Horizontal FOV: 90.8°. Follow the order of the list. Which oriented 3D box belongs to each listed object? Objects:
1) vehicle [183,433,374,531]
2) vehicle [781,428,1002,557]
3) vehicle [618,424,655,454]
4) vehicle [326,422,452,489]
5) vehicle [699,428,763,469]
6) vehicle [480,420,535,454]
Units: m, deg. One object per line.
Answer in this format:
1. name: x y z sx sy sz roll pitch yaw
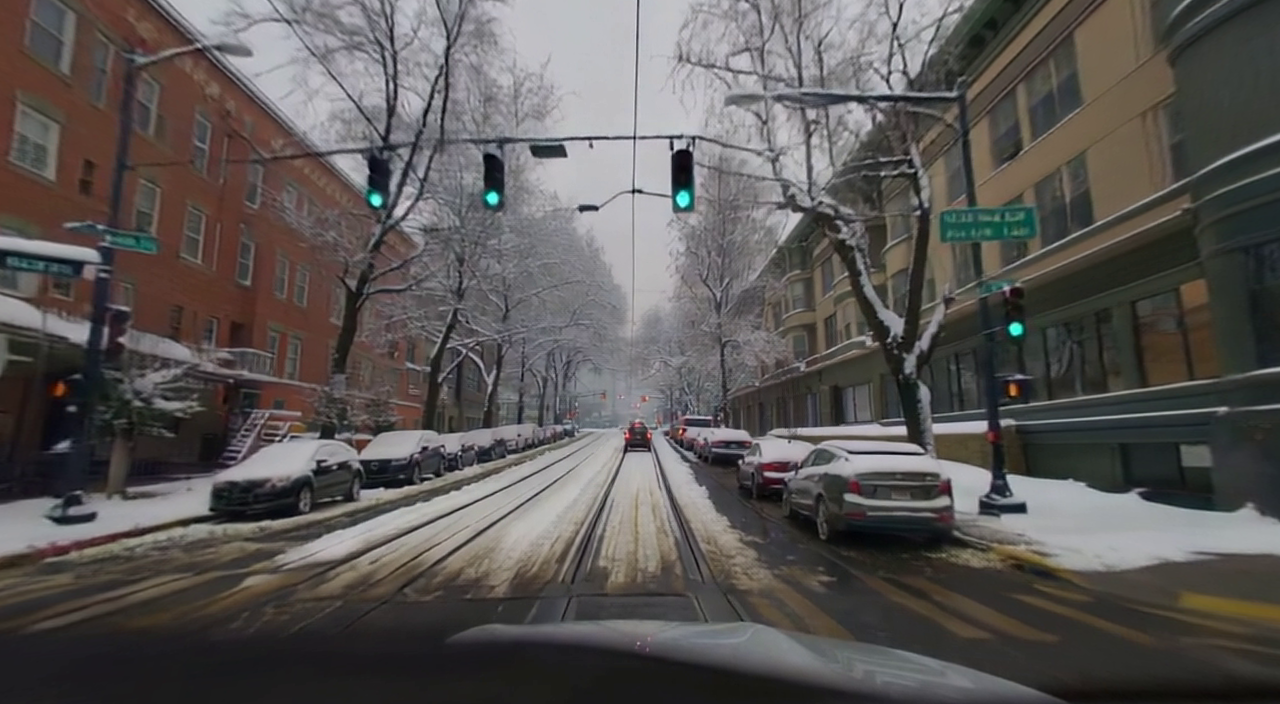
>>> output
1. vehicle: -7.384 2.610 13.439 1.779 1.588 3.953 2 -6 -2
2. vehicle: 3.887 2.217 10.703 1.929 1.723 4.134 0 -9 -1
3. vehicle: -0.234 4.972 35.927 1.984 1.571 3.404 0 -8 -2
4. vehicle: -7.466 3.171 19.399 1.861 1.751 4.550 1 -9 2
5. vehicle: 3.707 4.025 26.457 1.890 1.559 4.281 0 -9 -2
6. vehicle: -7.450 4.877 36.014 2.049 1.821 5.066 0 -8 -1
